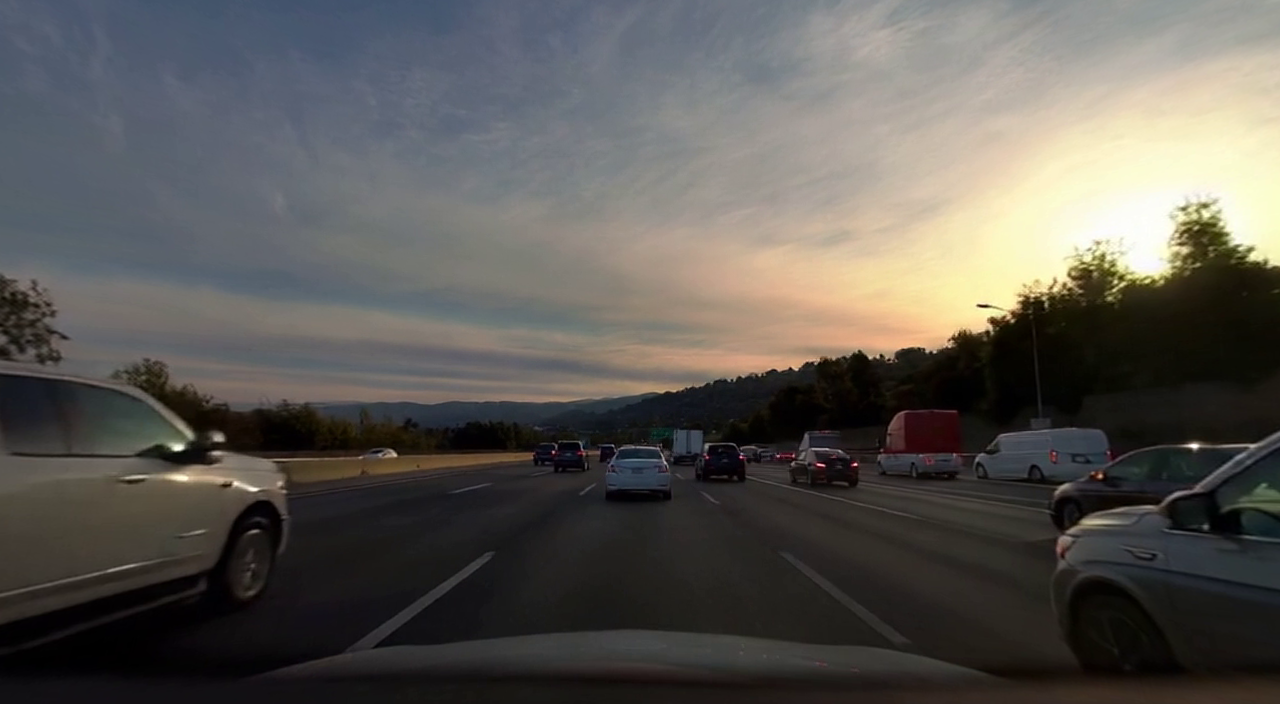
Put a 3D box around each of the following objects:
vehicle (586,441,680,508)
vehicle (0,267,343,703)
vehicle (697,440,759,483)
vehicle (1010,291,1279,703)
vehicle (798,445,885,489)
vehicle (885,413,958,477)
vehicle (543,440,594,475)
[{"bbox_3d":[-0.132,3.098,16.339,2.132,1.499,4.038,0,-9,1],"label":"vehicle"},{"bbox_3d":[-3.691,0.641,2.258,2.510,1.959,5.372,0,-9,1],"label":"vehicle"},{"bbox_3d":[3.707,4.669,27.161,2.053,1.666,4.106,0,-9,0],"label":"vehicle"},{"bbox_3d":[3.410,0.611,1.465,2.215,1.879,4.845,0,-9,1],"label":"vehicle"},{"bbox_3d":[7.515,4.317,23.955,1.942,1.482,4.250,0,-9,0],"label":"vehicle"},{"bbox_3d":[17.333,5.768,38.983,2.777,3.740,3.338,1,-9,-1],"label":"vehicle"},{"bbox_3d":[-3.747,5.648,33.960,2.079,1.741,4.436,0,-9,2],"label":"vehicle"}]
